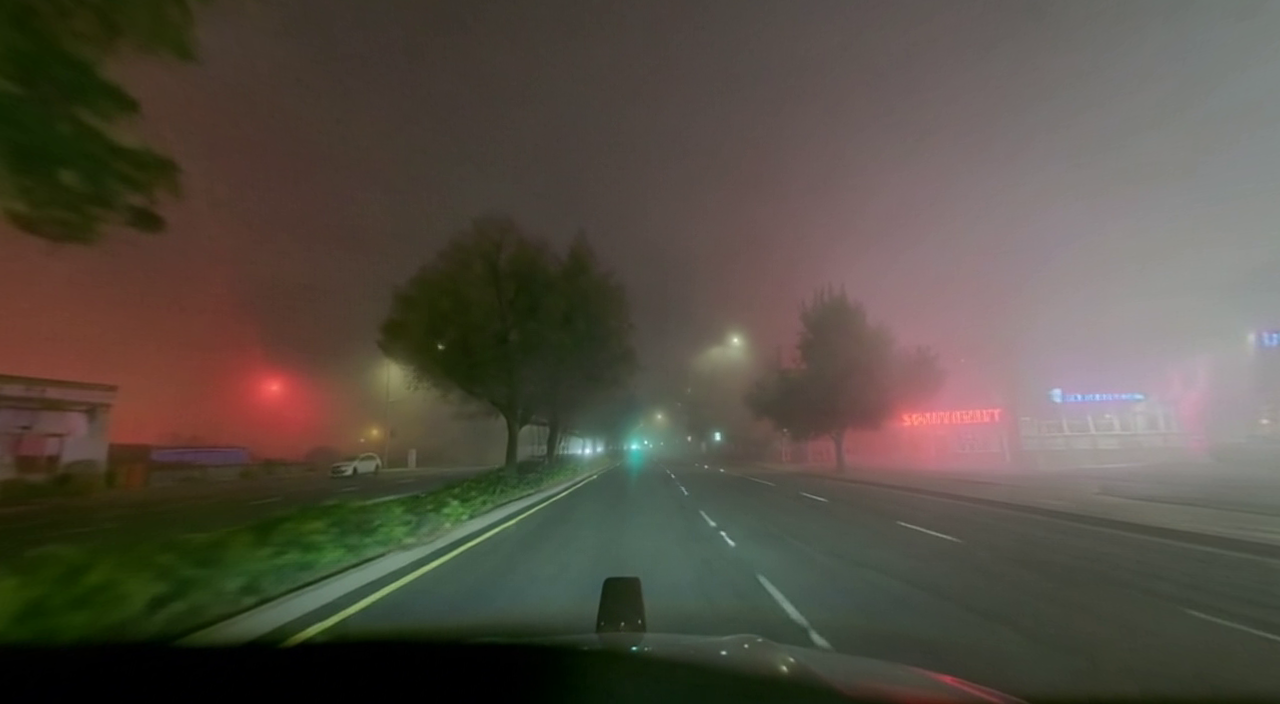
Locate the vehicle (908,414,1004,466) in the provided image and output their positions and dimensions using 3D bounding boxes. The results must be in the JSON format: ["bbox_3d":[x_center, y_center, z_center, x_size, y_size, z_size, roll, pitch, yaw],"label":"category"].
[{"bbox_3d":[21.926,6.227,44.102,2.977,3.311,6.892,0,-9,-1],"label":"vehicle"}]

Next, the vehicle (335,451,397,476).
[{"bbox_3d":[-18.946,7.746,43.711,2.071,1.595,4.822,0,-9,1],"label":"vehicle"}]

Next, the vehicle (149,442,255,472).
[{"bbox_3d":[-26.570,6.347,38.241,4.667,1.728,2.276,0,-8,-3],"label":"vehicle"}]

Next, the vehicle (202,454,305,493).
[{"bbox_3d":[-18.838,5.894,30.901,2.012,1.560,4.782,-1,-7,0],"label":"vehicle"}]
